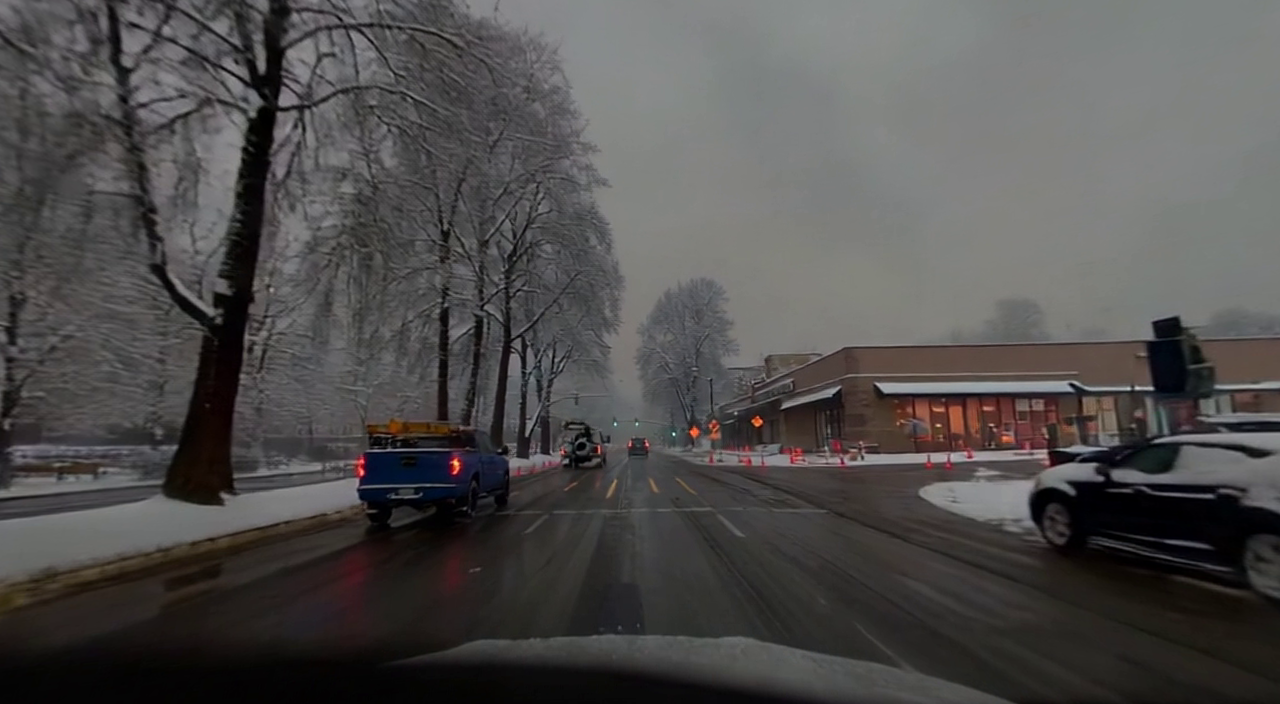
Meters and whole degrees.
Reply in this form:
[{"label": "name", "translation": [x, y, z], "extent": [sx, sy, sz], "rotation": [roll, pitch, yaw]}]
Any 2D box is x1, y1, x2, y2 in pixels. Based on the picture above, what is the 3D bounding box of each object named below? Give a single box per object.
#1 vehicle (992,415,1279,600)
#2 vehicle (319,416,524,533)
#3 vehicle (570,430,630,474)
[{"label": "vehicle", "translation": [6.669, 1.630, 7.289], "extent": [2.126, 1.642, 4.888], "rotation": [0, -8, -4]}, {"label": "vehicle", "translation": [-3.773, 2.217, 11.996], "extent": [2.327, 1.775, 4.430], "rotation": [0, -8, -1]}, {"label": "vehicle", "translation": [-1.943, 5.126, 32.560], "extent": [2.424, 2.063, 5.678], "rotation": [-1, -8, 3]}]
